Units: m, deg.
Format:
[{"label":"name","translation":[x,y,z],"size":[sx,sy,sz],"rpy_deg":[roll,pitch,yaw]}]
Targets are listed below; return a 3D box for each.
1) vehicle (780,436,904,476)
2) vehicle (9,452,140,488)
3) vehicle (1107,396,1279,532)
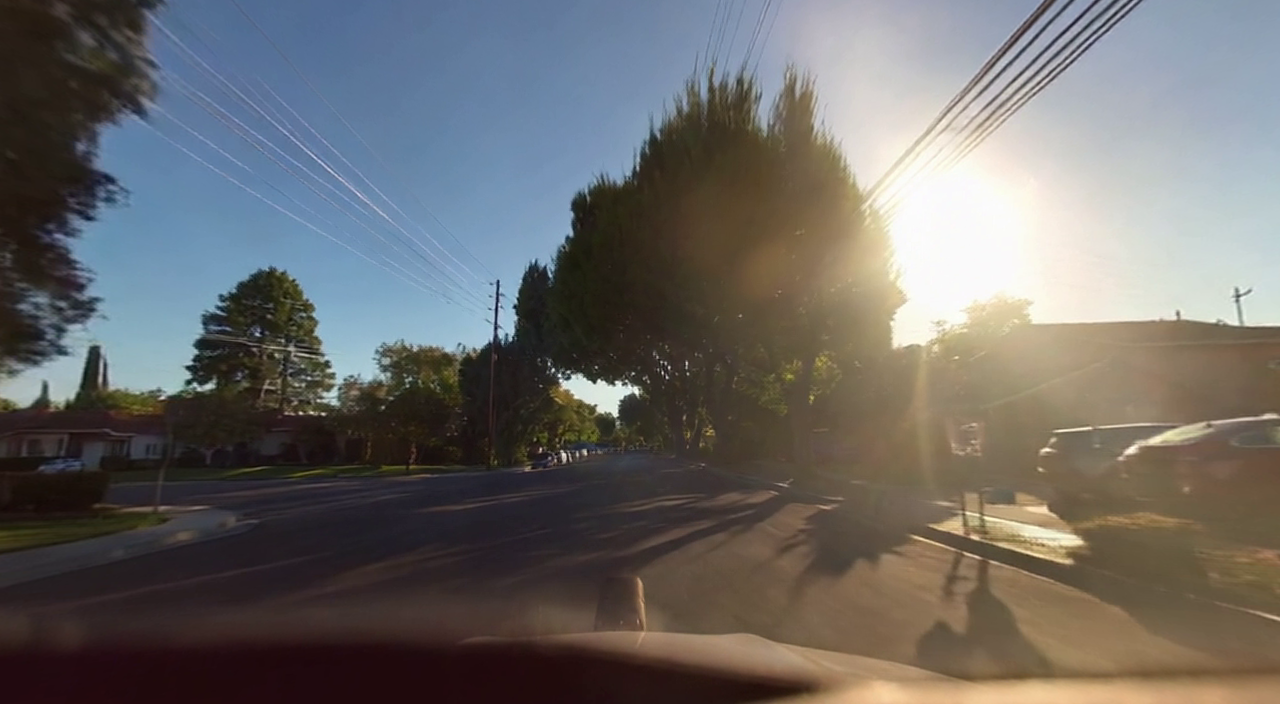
[{"label":"vehicle","translation":[9.076,4.723,28.769],"size":[4.846,1.577,2.146],"rpy_deg":[-2,-8,0]},{"label":"vehicle","translation":[-27.071,5.647,30.352],"size":[4.360,1.582,1.920],"rpy_deg":[0,-8,-2]},{"label":"vehicle","translation":[10.210,1.569,9.419],"size":[4.686,1.786,2.019],"rpy_deg":[-3,-8,5]}]
